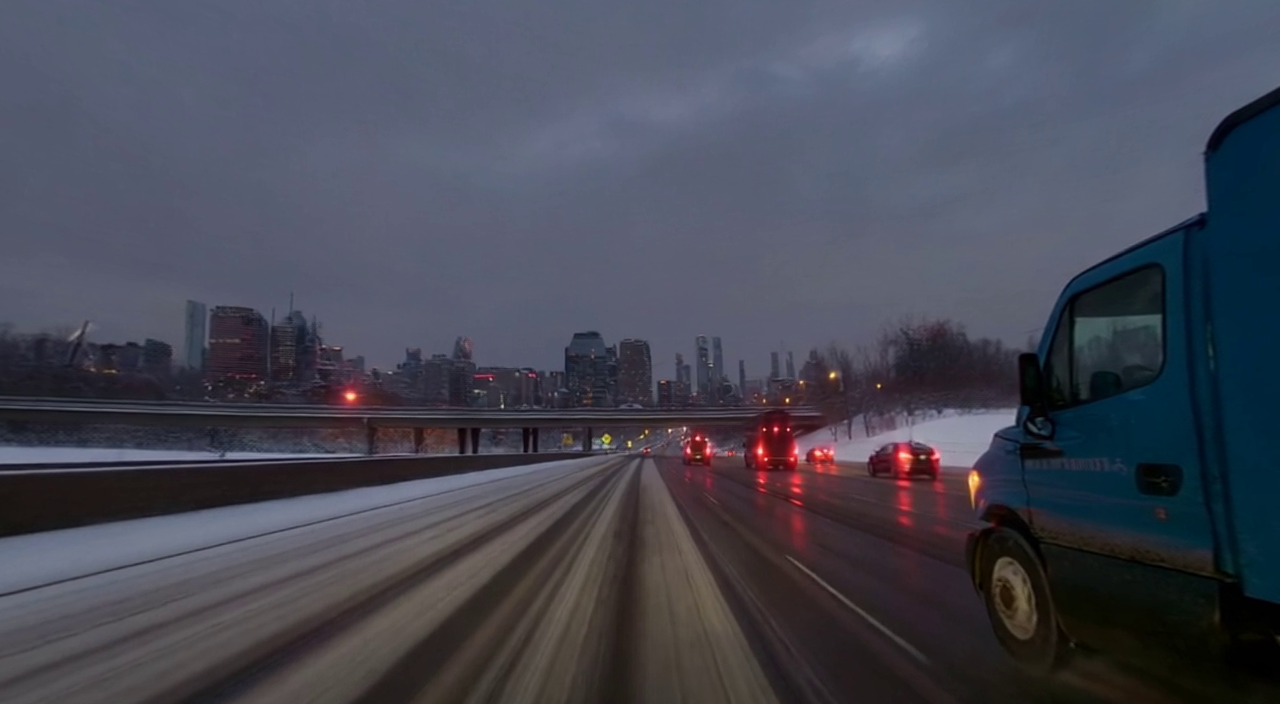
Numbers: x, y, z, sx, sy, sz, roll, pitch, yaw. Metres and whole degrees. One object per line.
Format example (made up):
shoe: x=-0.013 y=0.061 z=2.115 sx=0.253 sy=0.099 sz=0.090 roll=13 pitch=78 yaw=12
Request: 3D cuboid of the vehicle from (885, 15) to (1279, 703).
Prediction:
vehicle: x=3.369 y=0.197 z=1.736 sx=2.436 sy=2.745 sz=7.034 roll=0 pitch=-8 yaw=-1

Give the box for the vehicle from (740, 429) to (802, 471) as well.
vehicle: x=7.412 y=5.633 z=36.265 sx=2.301 sy=2.203 sz=5.419 roll=0 pitch=-8 yaw=-1

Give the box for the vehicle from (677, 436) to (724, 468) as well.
vehicle: x=3.915 y=6.600 z=41.859 sx=2.464 sy=1.961 sz=5.520 roll=0 pitch=-8 yaw=-1
